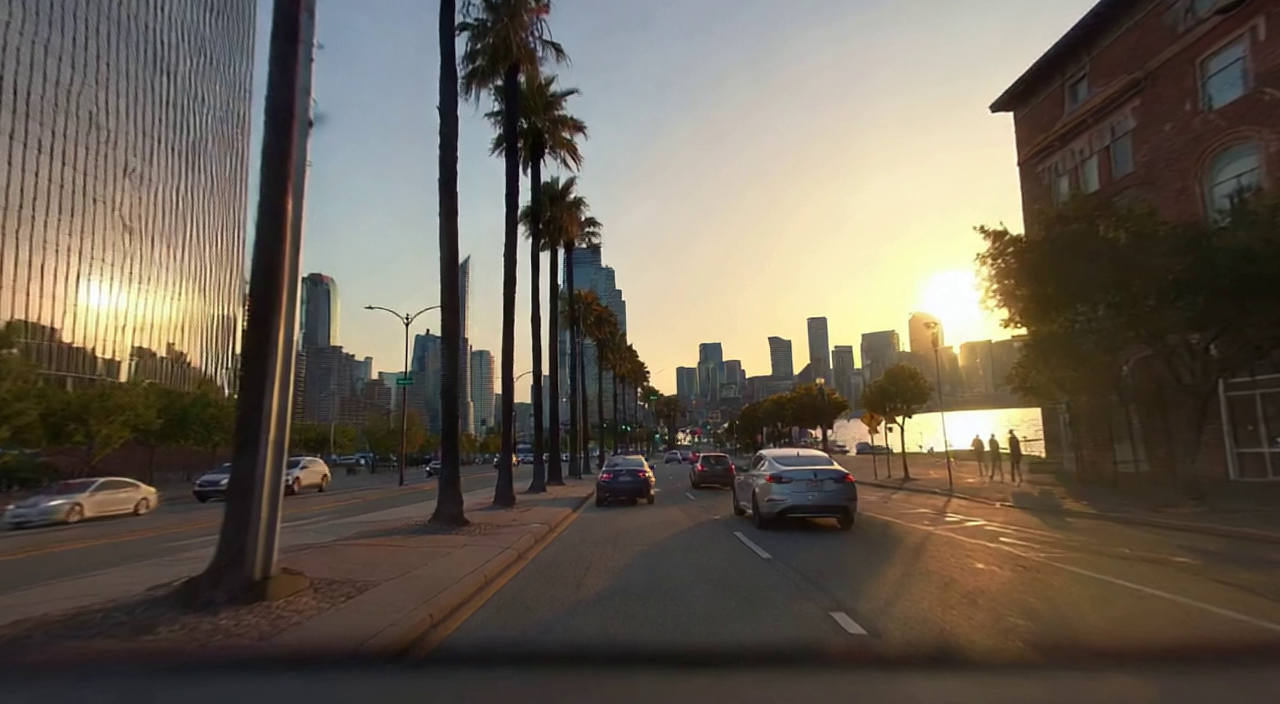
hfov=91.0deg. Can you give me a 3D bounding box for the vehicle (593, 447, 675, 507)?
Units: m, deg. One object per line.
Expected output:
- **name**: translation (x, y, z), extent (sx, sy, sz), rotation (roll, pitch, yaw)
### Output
- **vehicle**: translation (-0.120, 3.460, 17.899), extent (2.077, 1.518, 3.760), rotation (0, -9, 1)

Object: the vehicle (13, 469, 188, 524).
- **vehicle**: translation (-17.877, 4.784, 21.227), extent (1.910, 1.473, 4.499), rotation (0, -9, -1)

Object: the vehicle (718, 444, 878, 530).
- **vehicle**: translation (3.146, 2.788, 13.783), extent (2.051, 1.509, 4.933), rotation (0, -9, -2)

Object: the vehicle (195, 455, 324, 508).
- **vehicle**: translation (-14.674, 4.979, 24.706), extent (2.104, 1.802, 4.852), rotation (0, -9, -1)

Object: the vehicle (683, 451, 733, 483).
- **vehicle**: translation (3.351, 5.734, 31.672), extent (2.115, 1.500, 3.524), rotation (0, -9, 0)

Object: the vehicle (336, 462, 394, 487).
- **vehicle**: translation (-18.420, 8.204, 42.365), extent (1.873, 1.468, 4.485), rotation (0, -9, 0)
